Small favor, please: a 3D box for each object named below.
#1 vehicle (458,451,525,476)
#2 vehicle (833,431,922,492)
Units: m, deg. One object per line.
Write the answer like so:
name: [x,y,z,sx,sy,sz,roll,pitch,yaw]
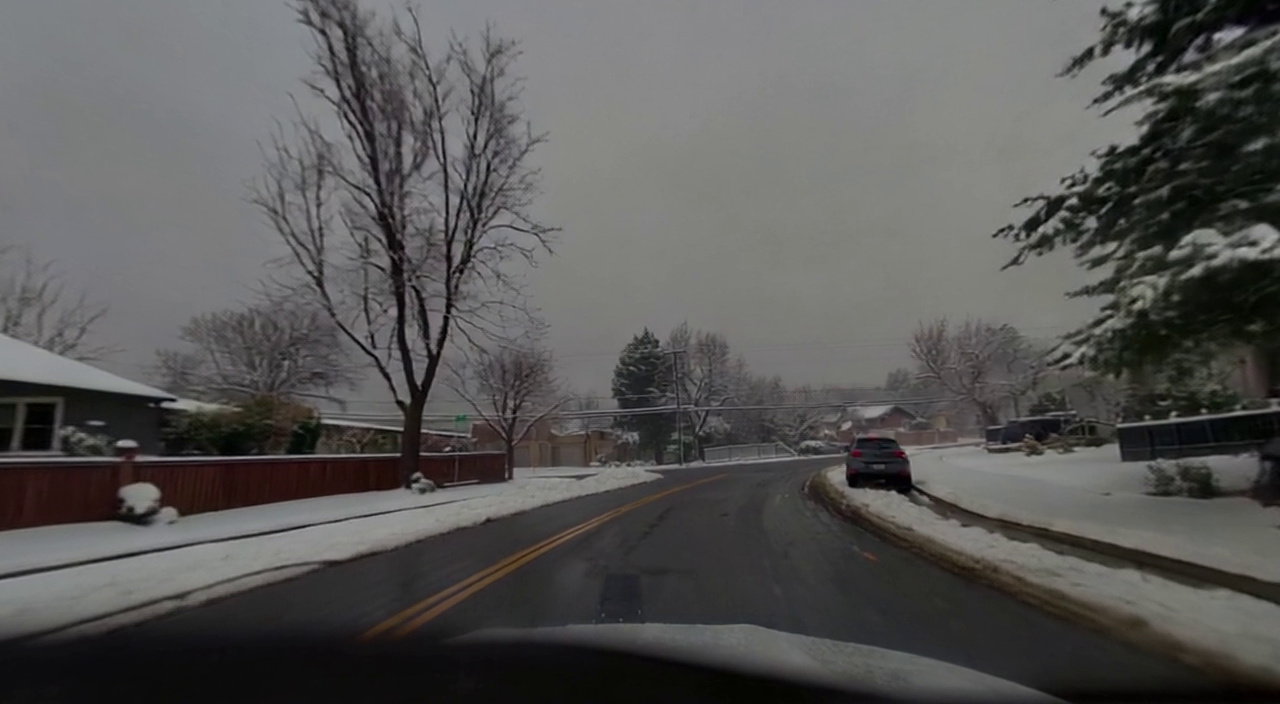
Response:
vehicle: [-10.726,8.048,45.644,4.270,1.683,1.984,-3,-10,22]
vehicle: [7.457,3.454,20.273,2.105,1.705,4.392,-2,-9,14]
